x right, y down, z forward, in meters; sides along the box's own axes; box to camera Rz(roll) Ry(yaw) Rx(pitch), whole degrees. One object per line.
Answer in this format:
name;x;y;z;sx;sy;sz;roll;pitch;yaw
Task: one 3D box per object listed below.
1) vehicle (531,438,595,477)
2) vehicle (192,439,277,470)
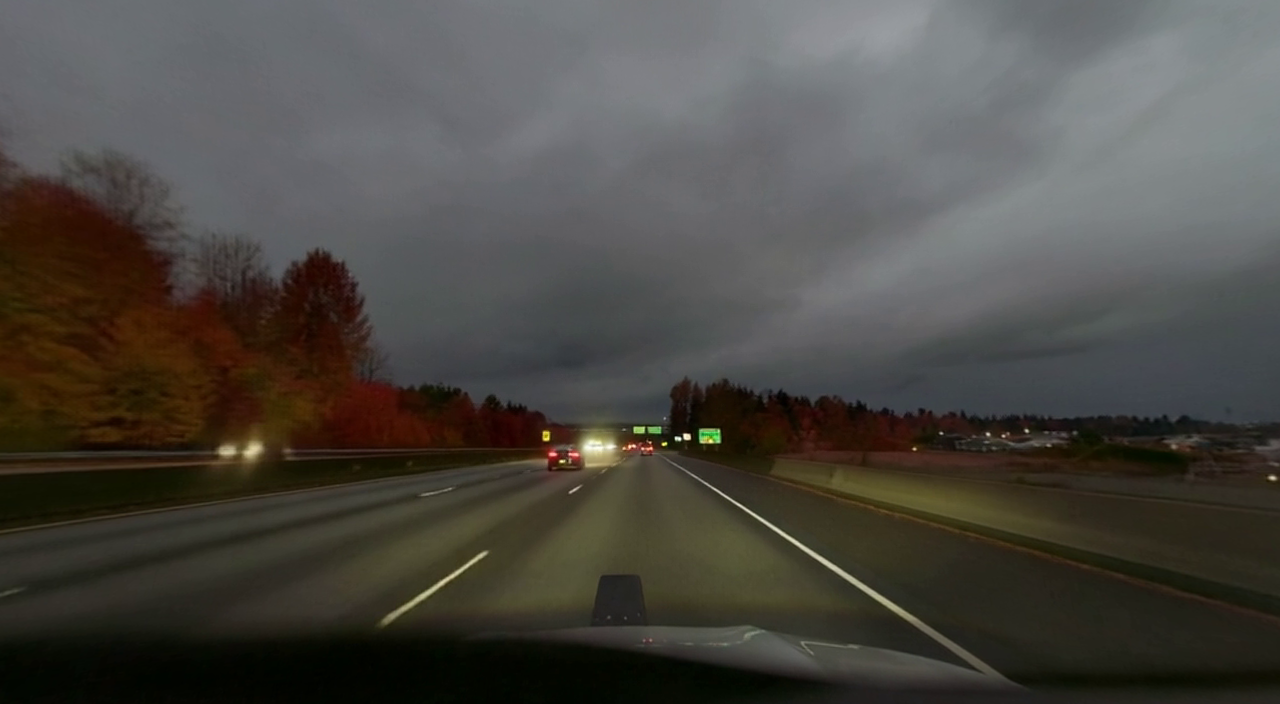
vehicle;-3.358;4.703;28.419;2.061;1.572;4.814;0;-8;3
vehicle;-24.000;6.061;37.481;2.016;1.705;4.790;0;-8;-2
